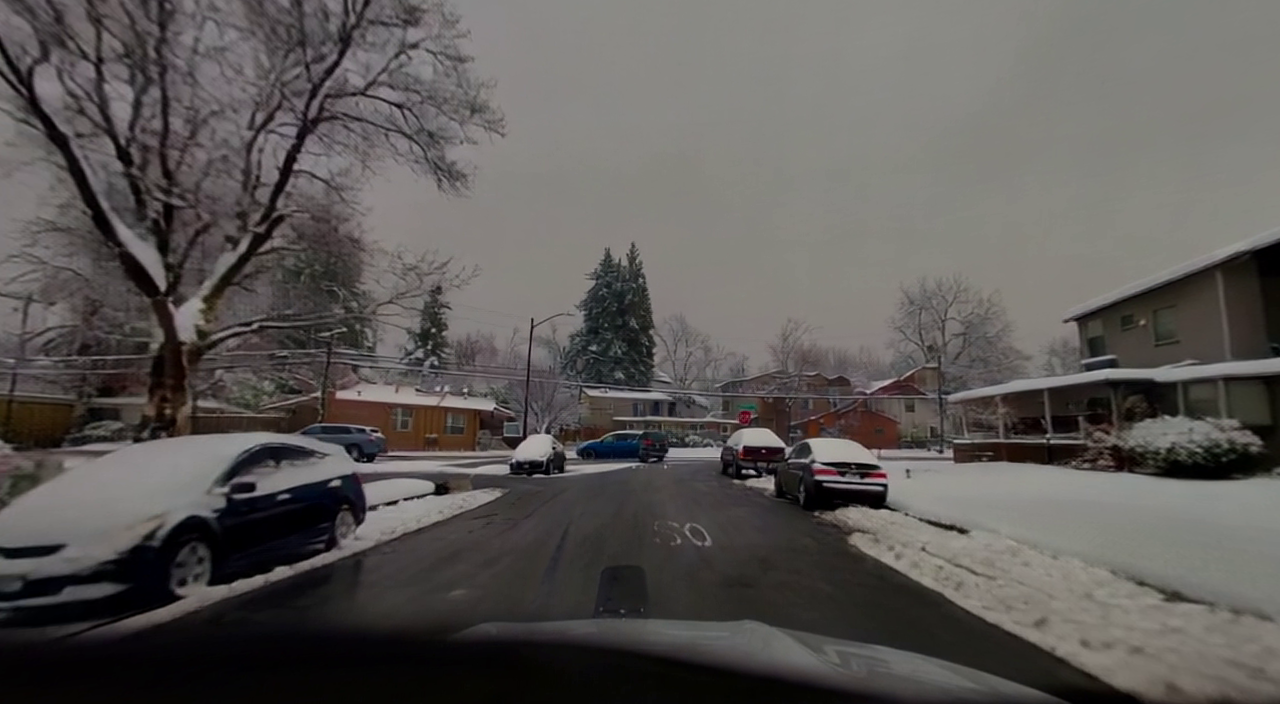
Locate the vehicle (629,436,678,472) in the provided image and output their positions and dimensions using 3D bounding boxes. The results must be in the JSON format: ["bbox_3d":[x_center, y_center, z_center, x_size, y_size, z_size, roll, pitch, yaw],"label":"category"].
[{"bbox_3d":[0.567,4.548,28.204,2.010,1.499,4.107,0,-9,0],"label":"vehicle"}]

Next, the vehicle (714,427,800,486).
[{"bbox_3d":[3.964,3.600,21.961,2.144,1.751,4.472,2,-8,0],"label":"vehicle"}]

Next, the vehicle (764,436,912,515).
[{"bbox_3d":[4.179,2.666,14.081,1.876,1.477,4.324,0,-8,0],"label":"vehicle"}]

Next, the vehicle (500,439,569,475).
[{"bbox_3d":[-4.468,4.536,27.418,1.999,1.441,4.628,-1,-8,3],"label":"vehicle"}]

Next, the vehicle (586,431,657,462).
[{"bbox_3d":[-1.435,6.700,44.638,2.337,2.039,6.413,5,-10,-29],"label":"vehicle"}]

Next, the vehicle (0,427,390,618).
[{"bbox_3d":[-4.880,1.698,7.347,1.909,1.492,4.615,0,-8,1],"label":"vehicle"}]
